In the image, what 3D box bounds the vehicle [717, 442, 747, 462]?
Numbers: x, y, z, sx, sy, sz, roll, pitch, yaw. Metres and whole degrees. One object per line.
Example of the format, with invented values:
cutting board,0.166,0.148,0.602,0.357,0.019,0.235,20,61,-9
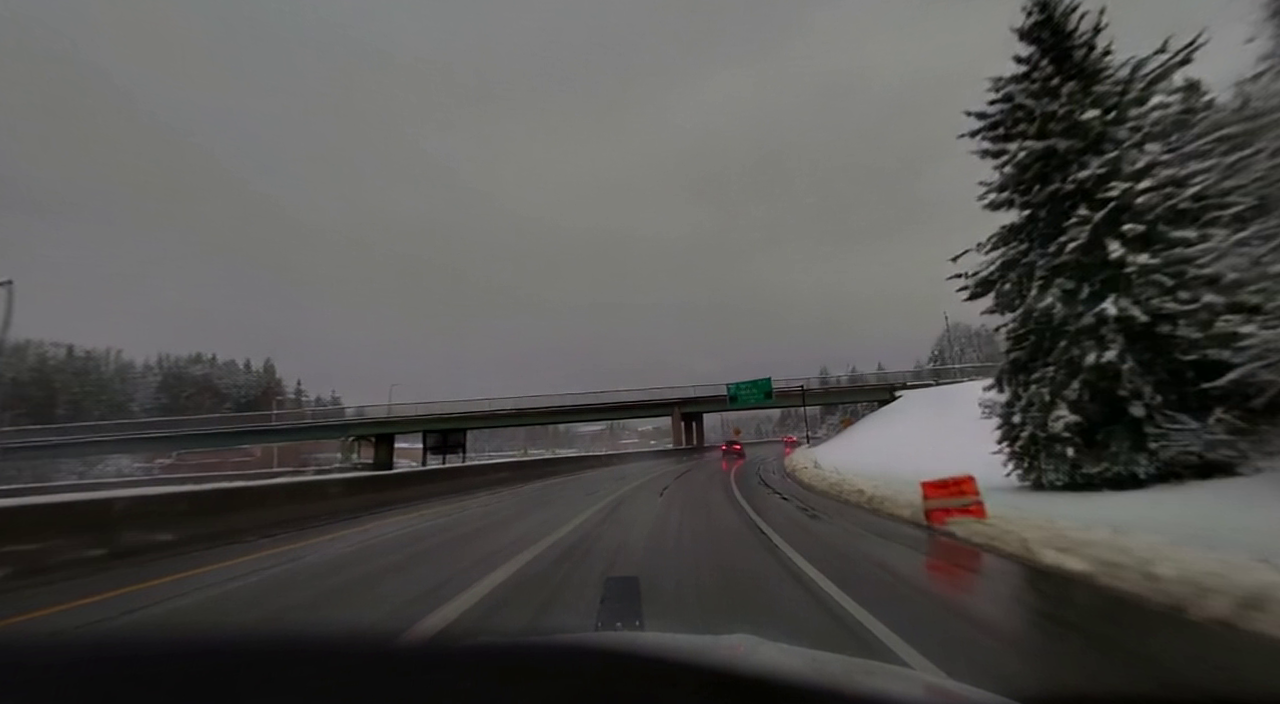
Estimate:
vehicle,7.335,7.904,49.947,1.985,1.511,4.012,-2,-9,13
